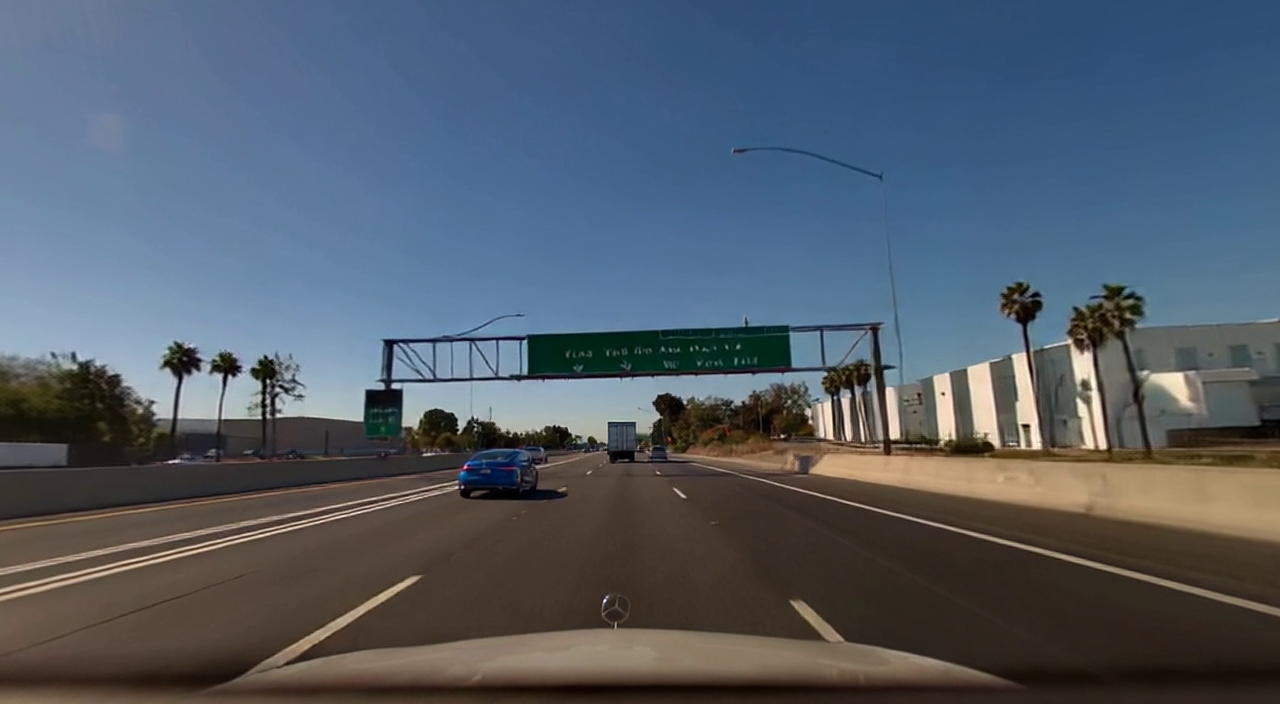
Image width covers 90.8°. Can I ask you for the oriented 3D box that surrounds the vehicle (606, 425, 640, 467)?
[{"bbox_3d":[-1.269,7.153,48.020,2.364,2.953,6.495,0,-9,-1],"label":"vehicle"}]

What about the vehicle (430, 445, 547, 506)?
[{"bbox_3d":[-3.933,3.265,17.223,2.097,1.447,4.291,0,-9,0],"label":"vehicle"}]
